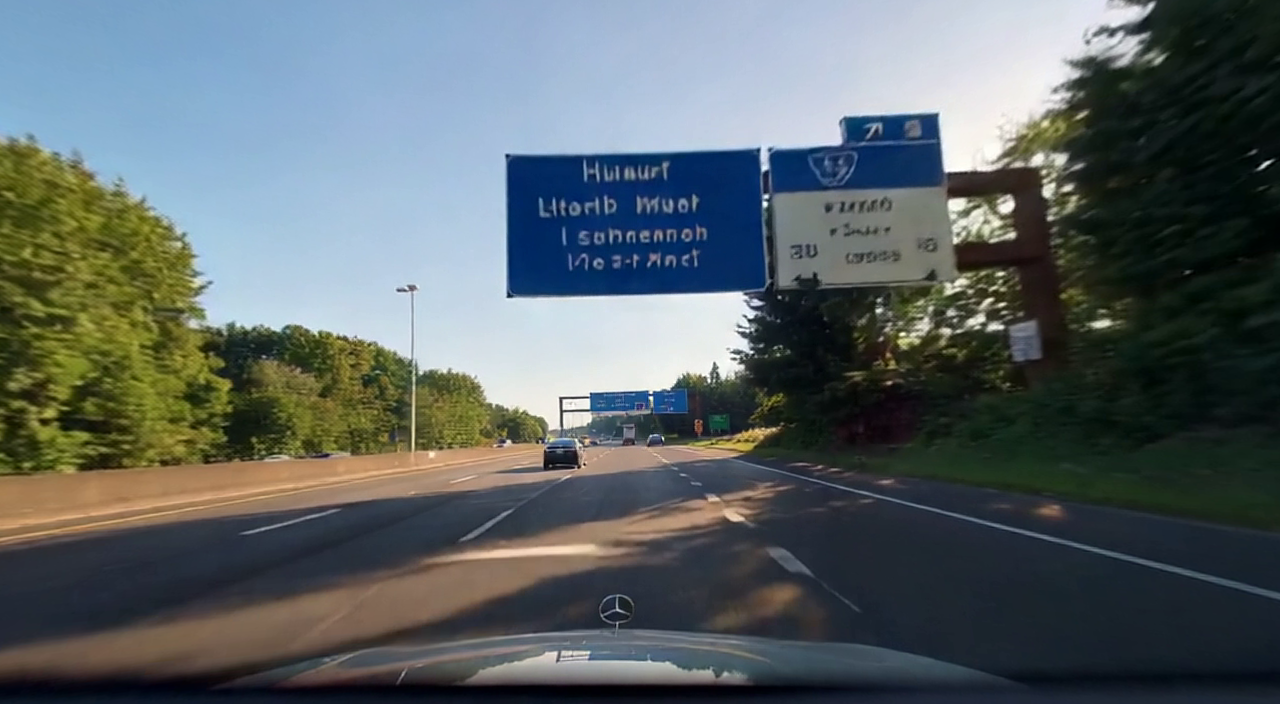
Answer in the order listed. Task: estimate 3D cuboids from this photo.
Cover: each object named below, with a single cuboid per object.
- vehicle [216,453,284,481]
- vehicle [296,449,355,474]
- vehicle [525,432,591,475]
[{"bbox_3d":[-22.896,6.743,37.144,1.641,1.400,3.729,-1,-8,-1],"label":"vehicle"},{"bbox_3d":[-19.974,6.965,40.171,1.794,1.388,3.768,-1,-8,-1],"label":"vehicle"},{"bbox_3d":[-3.036,3.848,24.172,2.000,1.491,3.913,0,-8,0],"label":"vehicle"}]
